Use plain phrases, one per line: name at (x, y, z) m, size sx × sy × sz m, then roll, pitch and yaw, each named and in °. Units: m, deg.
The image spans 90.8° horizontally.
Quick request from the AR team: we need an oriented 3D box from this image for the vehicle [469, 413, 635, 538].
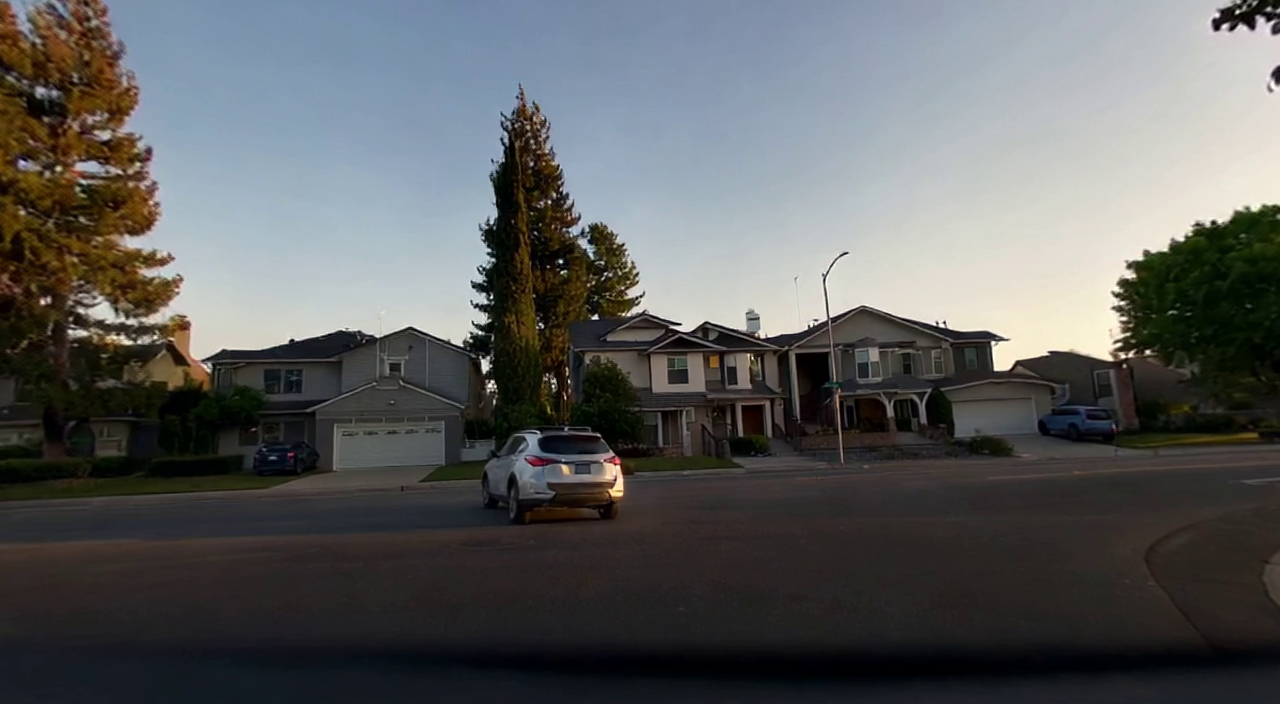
vehicle at (-1.743, 2.045, 11.069) m, size 2.145 × 1.695 × 4.210 m, roll 3°, pitch -9°, yaw -18°
